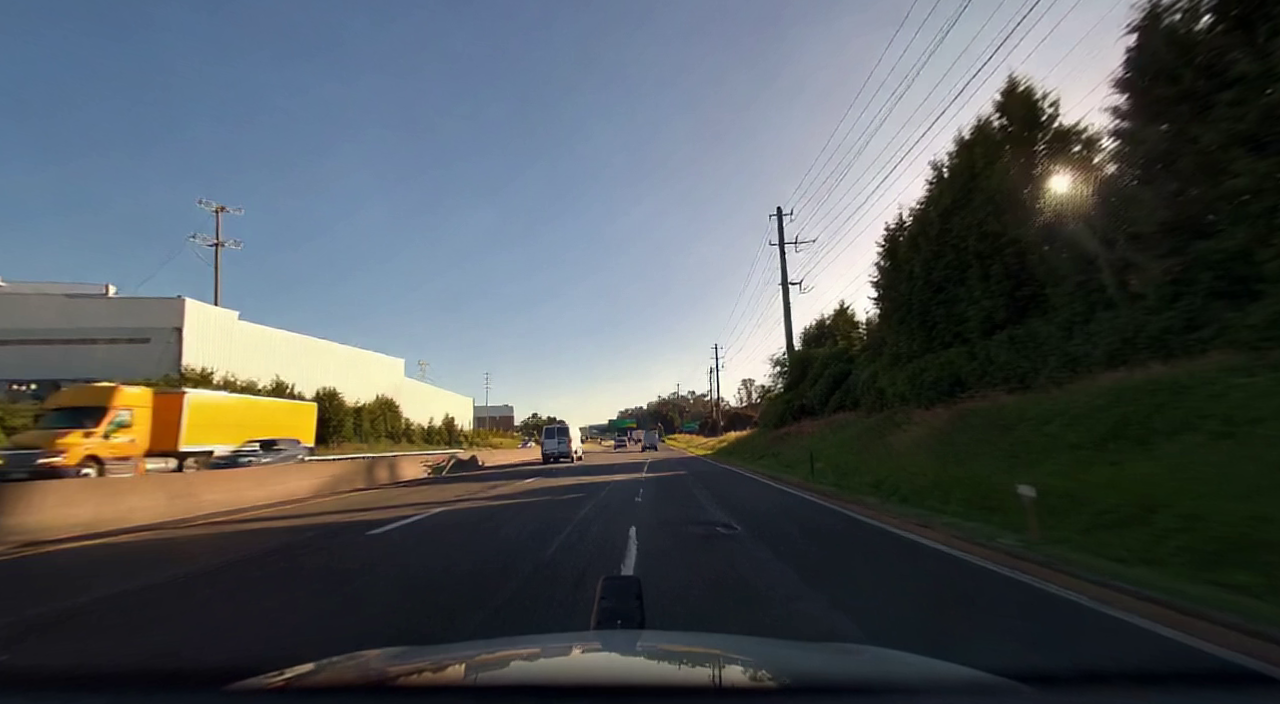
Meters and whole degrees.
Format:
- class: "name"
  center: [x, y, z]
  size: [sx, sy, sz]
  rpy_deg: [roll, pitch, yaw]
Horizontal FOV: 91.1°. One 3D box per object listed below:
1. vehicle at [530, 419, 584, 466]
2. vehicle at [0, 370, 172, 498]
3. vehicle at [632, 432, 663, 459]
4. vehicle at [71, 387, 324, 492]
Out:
- class: "vehicle"
  center: [-5.090, 5.664, 39.644]
  size: [2.437, 2.677, 6.858]
  rpy_deg: [0, -8, 0]
- class: "vehicle"
  center: [-18.605, 2.694, 20.768]
  size: [3.154, 3.819, 3.765]
  rpy_deg: [0, -7, 0]
- class: "vehicle"
  center: [0.534, 7.131, 48.125]
  size: [2.213, 1.997, 4.456]
  rpy_deg: [0, -8, -1]
- class: "vehicle"
  center: [-18.440, 3.832, 27.869]
  size: [2.816, 3.644, 11.322]
  rpy_deg: [0, -8, 1]
